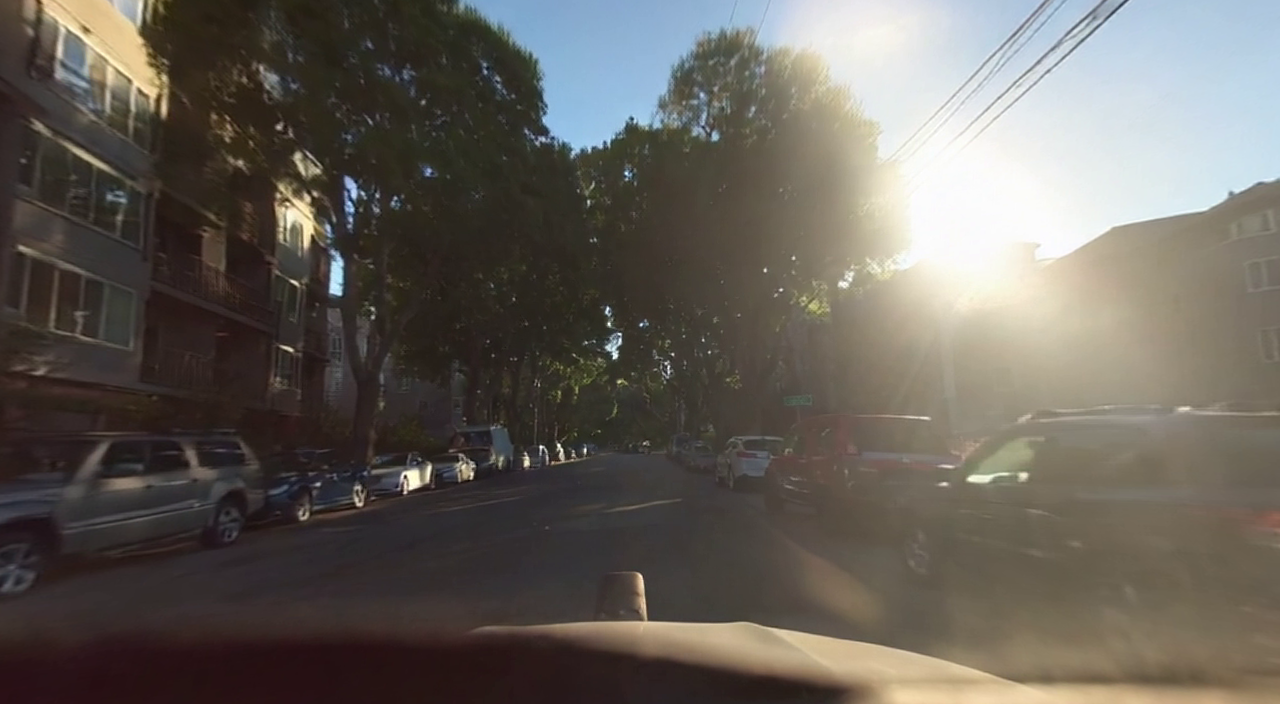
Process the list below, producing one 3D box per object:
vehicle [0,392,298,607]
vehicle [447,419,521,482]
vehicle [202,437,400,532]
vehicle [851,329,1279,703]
[{"bbox_3d":[-7.330,1.861,8.391,2.205,2.051,6.109,-3,-9,-1],"label":"vehicle"},{"bbox_3d":[-7.544,4.851,31.154,2.294,2.707,6.199,-2,-9,-2],"label":"vehicle"},{"bbox_3d":[-7.232,2.826,14.124,1.978,1.721,4.589,-1,-9,-2],"label":"vehicle"},{"bbox_3d":[3.895,1.206,5.451,2.214,1.885,5.268,0,-8,-1],"label":"vehicle"}]
